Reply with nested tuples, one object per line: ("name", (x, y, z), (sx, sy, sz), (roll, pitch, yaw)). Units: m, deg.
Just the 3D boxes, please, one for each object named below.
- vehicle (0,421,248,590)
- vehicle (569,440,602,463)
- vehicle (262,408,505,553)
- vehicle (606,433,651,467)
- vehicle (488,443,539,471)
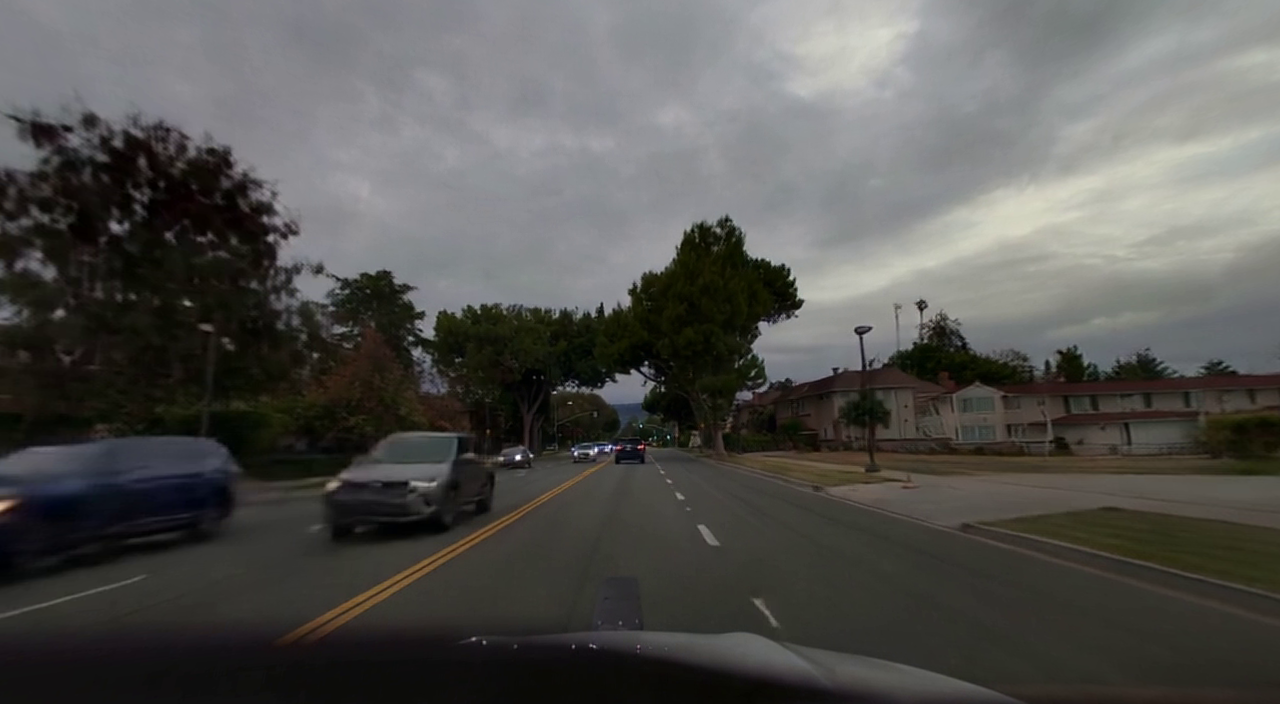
("vehicle", (-7.702, 1.972, 8.665), (1.978, 1.744, 4.301), (-3, -9, -1))
("vehicle", (-4.213, 7.757, 49.278), (2.115, 1.638, 4.098), (0, -9, 1))
("vehicle", (-3.702, 1.951, 10.239), (1.991, 1.794, 4.572), (0, -9, 0))
("vehicle", (-0.615, 5.997, 38.837), (2.554, 1.902, 5.329), (0, -9, 1))
("vehicle", (-7.954, 6.632, 40.160), (2.211, 1.608, 4.942), (0, -9, 1))
